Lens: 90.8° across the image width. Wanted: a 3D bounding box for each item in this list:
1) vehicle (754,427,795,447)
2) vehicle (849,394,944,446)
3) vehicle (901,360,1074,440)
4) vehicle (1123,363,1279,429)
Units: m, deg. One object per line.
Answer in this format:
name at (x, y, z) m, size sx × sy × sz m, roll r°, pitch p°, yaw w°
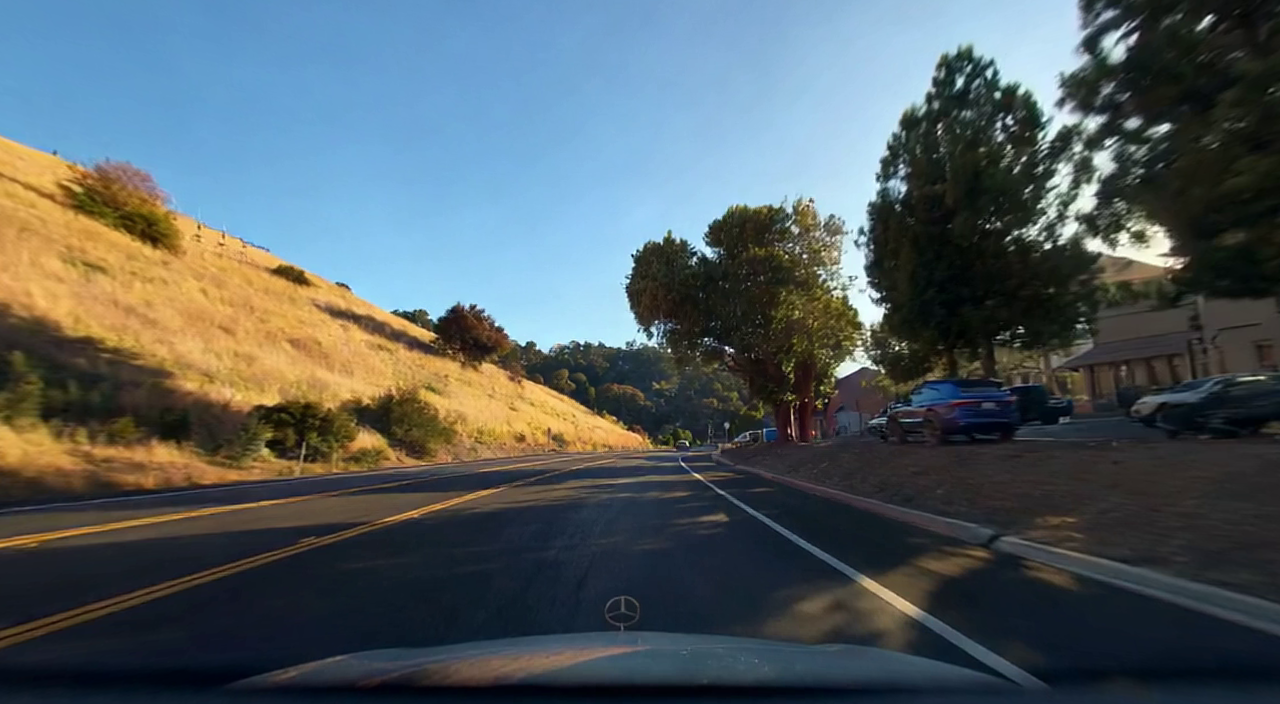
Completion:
vehicle at (10.521, 6.715, 49.799) m, size 2.103 × 1.447 × 4.727 m, roll 0°, pitch -9°, yaw 0°
vehicle at (9.757, 2.713, 24.428) m, size 1.929 × 1.593 × 4.030 m, roll -5°, pitch -10°, yaw 1°
vehicle at (9.614, 1.511, 18.062) m, size 2.108 × 1.946 × 4.669 m, roll 0°, pitch -9°, yaw -2°
vehicle at (18.958, 1.589, 20.781) m, size 2.088 × 1.731 × 5.442 m, roll -1°, pitch -9°, yaw 4°
